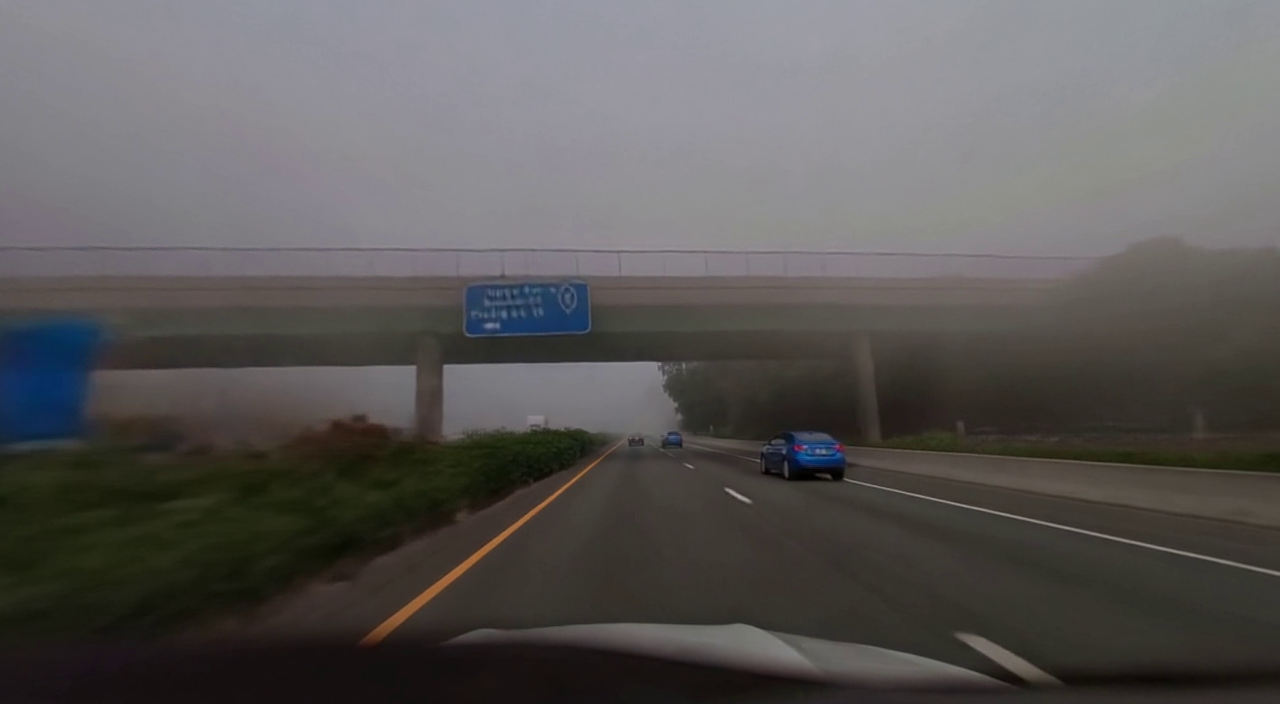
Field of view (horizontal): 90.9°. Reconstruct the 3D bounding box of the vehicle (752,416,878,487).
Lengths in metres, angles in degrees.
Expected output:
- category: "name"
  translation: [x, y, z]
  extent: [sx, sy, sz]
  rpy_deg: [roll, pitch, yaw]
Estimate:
- category: "vehicle"
  translation: [4.466, 2.611, 16.805]
  extent: [2.073, 1.651, 4.065]
  rpy_deg: [0, -8, -2]
